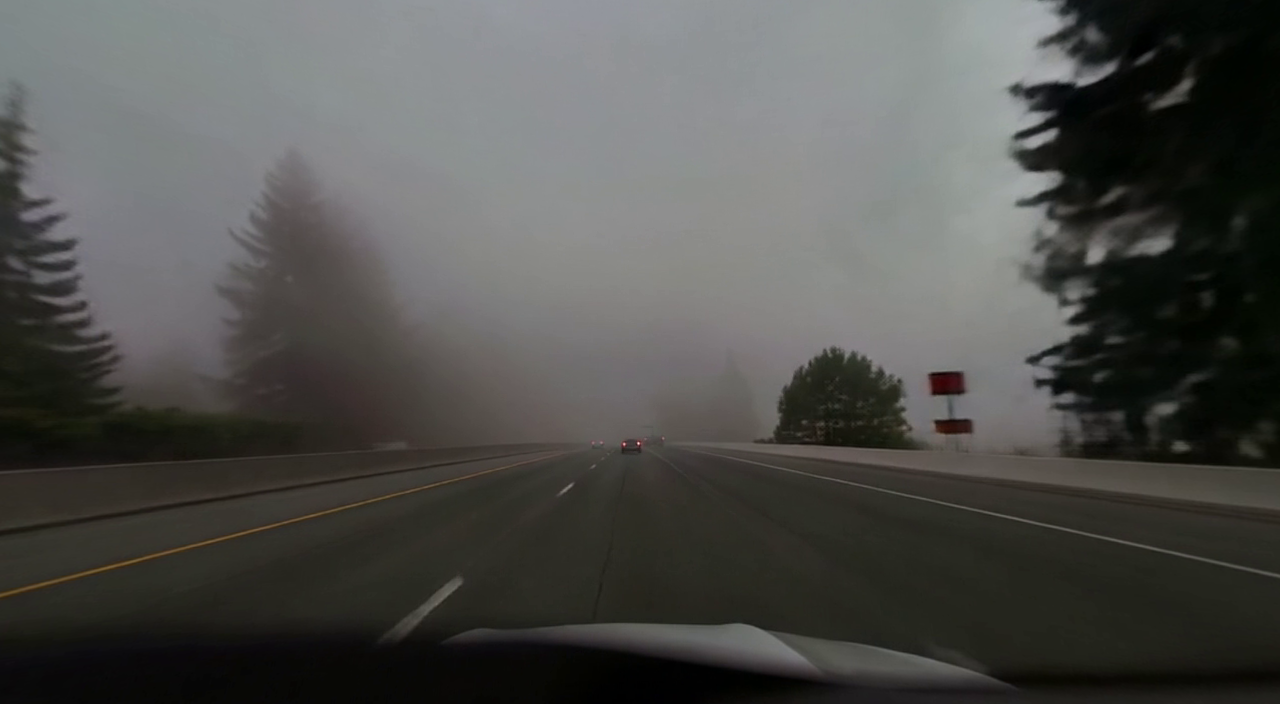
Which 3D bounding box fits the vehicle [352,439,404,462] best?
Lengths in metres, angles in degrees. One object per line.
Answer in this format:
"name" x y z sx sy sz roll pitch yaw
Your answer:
"vehicle" -17.085 6.443 41.271 1.845 1.402 3.609 0 -8 -1
